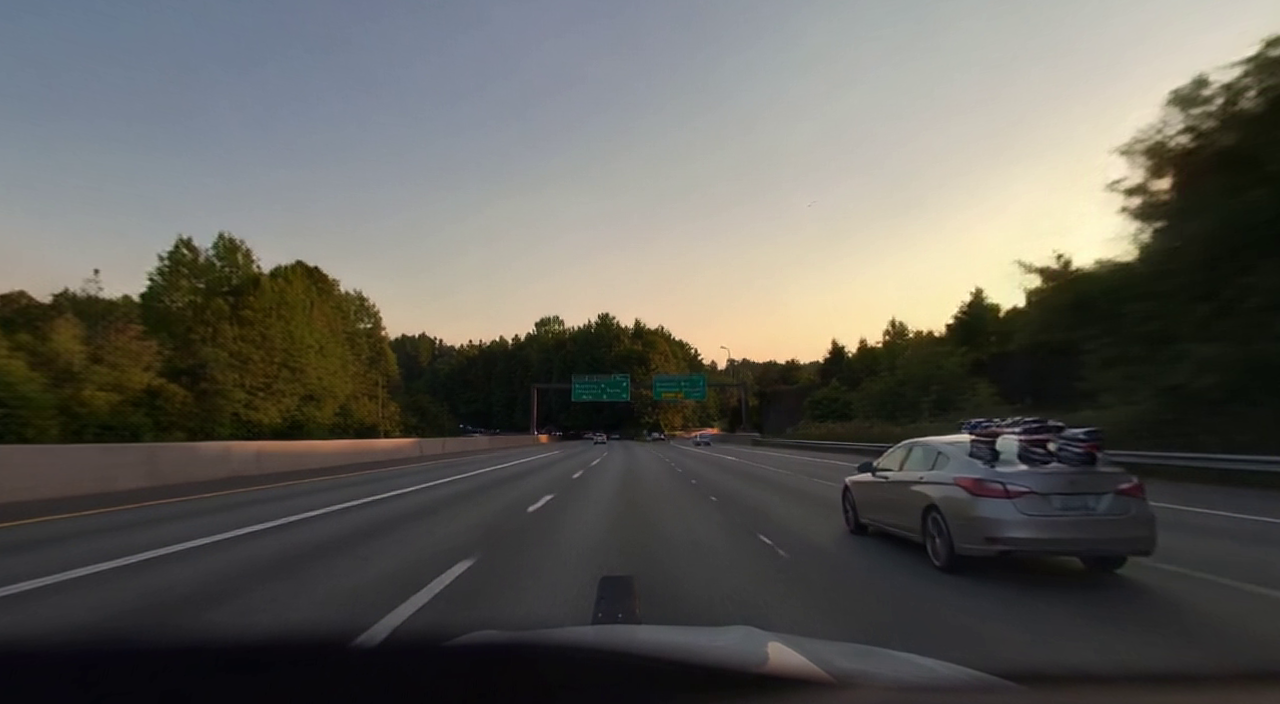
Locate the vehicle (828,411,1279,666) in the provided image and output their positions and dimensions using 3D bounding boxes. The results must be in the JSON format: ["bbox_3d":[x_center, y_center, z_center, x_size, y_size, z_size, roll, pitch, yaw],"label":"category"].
[{"bbox_3d":[3.606,1.368,5.957,2.094,1.441,4.568,0,-8,-2],"label":"vehicle"}]
